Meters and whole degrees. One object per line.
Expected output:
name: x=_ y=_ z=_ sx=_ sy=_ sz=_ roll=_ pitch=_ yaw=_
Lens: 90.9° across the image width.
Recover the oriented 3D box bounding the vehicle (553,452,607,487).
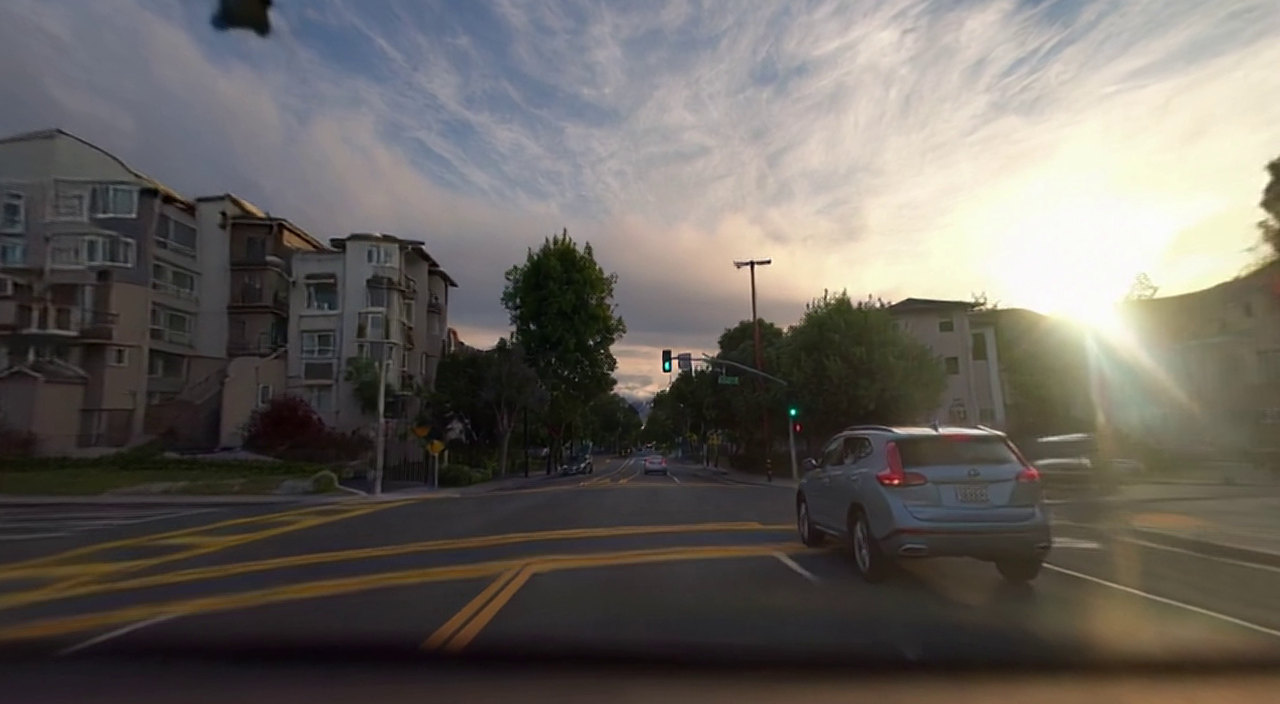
vehicle: x=-2.787 y=5.569 z=30.247 sx=2.170 sy=1.513 sz=4.270 roll=0 pitch=-9 yaw=0

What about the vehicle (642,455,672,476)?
vehicle: x=1.232 y=8.375 z=46.745 sx=2.097 sy=1.463 sz=4.043 roll=0 pitch=-9 yaw=1

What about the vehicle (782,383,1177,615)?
vehicle: x=3.312 y=1.564 z=7.635 sx=2.130 sy=1.863 sz=4.844 roll=0 pitch=-9 yaw=1
